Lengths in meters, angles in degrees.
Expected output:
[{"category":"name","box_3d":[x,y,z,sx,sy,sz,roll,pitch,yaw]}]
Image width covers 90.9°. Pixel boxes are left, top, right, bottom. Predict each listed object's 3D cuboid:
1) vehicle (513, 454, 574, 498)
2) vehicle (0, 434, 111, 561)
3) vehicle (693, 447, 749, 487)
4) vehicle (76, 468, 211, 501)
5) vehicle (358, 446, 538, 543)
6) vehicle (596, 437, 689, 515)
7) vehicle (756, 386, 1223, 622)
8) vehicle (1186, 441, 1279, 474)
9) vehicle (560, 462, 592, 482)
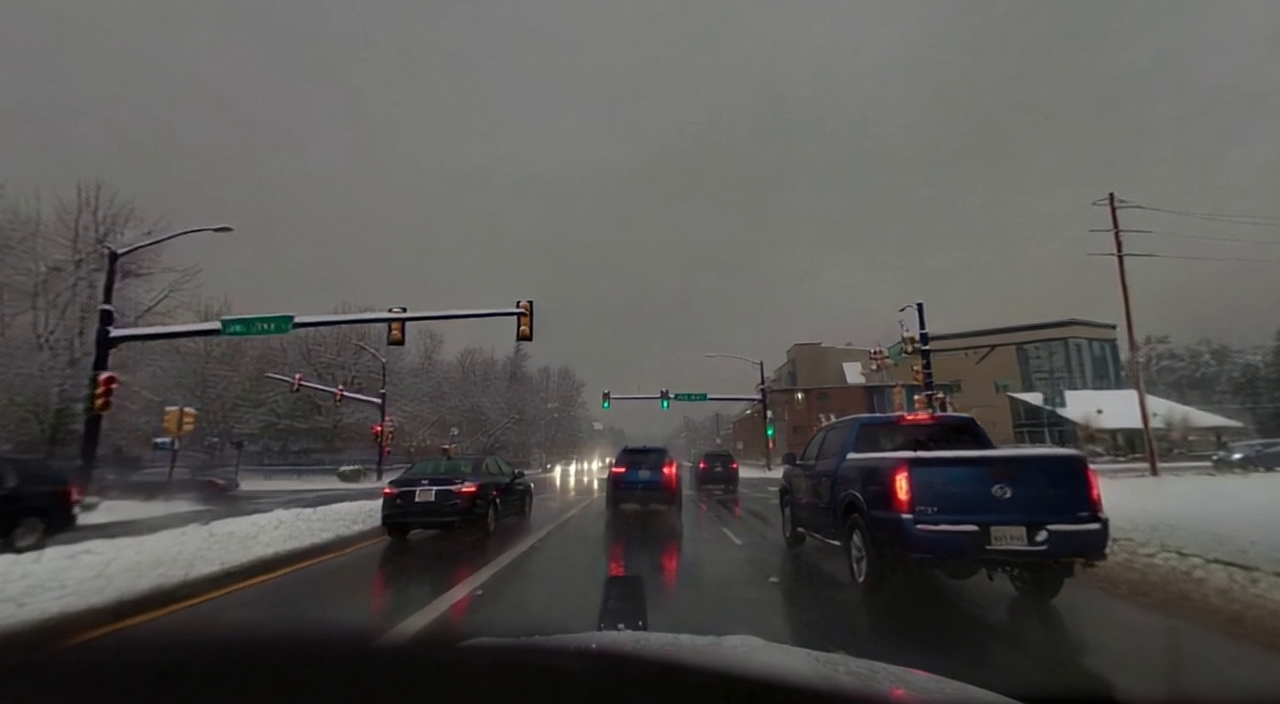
[{"category":"vehicle","box_3d":[-3.843,4.720,24.403,2.072,1.450,4.612,2,-9,-11]},{"category":"vehicle","box_3d":[-10.317,2.058,8.659,2.099,1.813,4.583,-1,-9,0]},{"category":"vehicle","box_3d":[4.234,6.107,33.893,2.408,1.908,5.355,0,-9,1]},{"category":"vehicle","box_3d":[-25.131,6.712,32.066,5.100,1.533,2.032,0,-9,0]},{"category":"vehicle","box_3d":[-3.354,2.574,12.165,1.909,1.476,4.751,0,-9,1]},{"category":"vehicle","box_3d":[0.067,3.141,16.399,2.113,1.768,3.901,0,-9,1]},{"category":"vehicle","box_3d":[3.285,1.644,7.958,2.571,1.857,5.841,0,-9,0]},{"category":"vehicle","box_3d":[31.479,5.383,32.294,4.869,1.622,2.230,0,-9,-1]},{"category":"vehicle","box_3d":[-4.934,9.334,49.227,1.882,1.342,3.755,-4,-9,3]}]
